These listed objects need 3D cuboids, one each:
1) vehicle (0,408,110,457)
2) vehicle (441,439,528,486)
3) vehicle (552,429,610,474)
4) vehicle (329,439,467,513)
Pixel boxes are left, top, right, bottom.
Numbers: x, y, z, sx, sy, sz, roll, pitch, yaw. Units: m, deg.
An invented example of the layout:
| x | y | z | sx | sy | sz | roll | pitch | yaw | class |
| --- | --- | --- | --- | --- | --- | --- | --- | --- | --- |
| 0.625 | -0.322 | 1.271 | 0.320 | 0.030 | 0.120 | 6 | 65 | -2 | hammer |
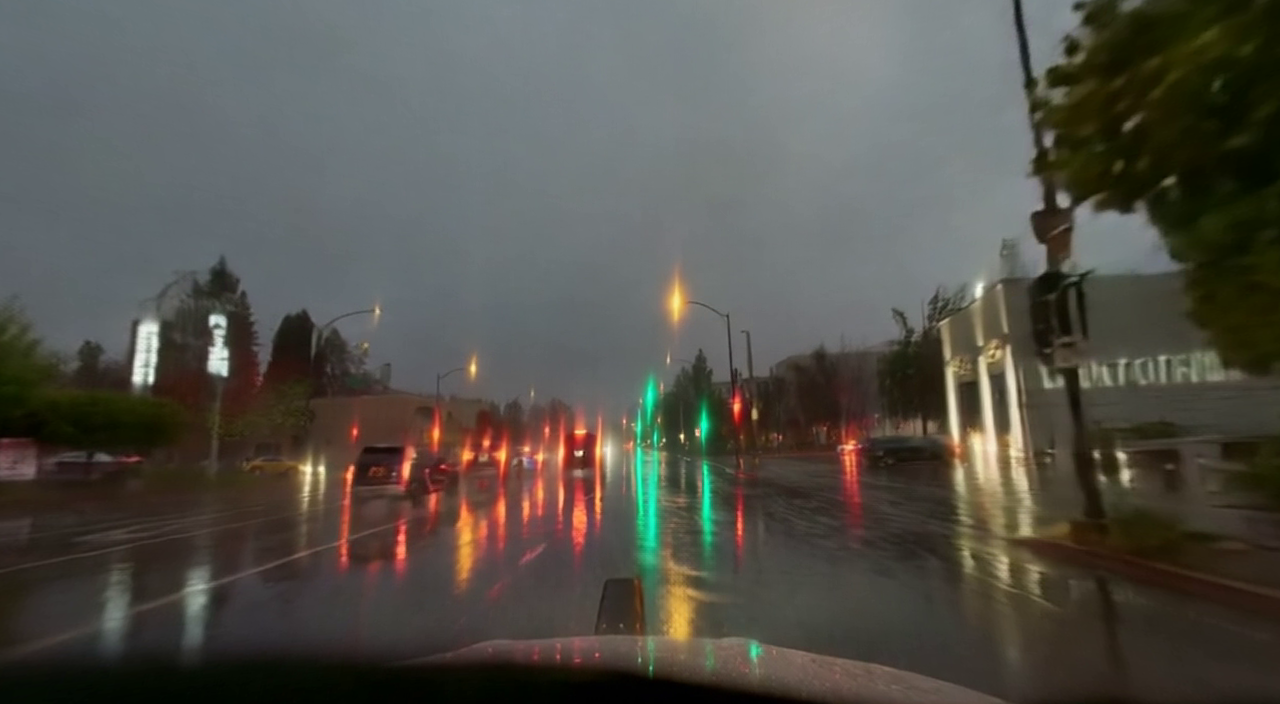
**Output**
| x | y | z | sx | sy | sz | roll | pitch | yaw | class |
| --- | --- | --- | --- | --- | --- | --- | --- | --- | --- |
| -25.624 | 3.518 | 27.450 | 3.572 | 2.012 | 1.872 | -1 | -8 | 6 | vehicle |
| -5.973 | 4.306 | 24.922 | 2.228 | 1.652 | 4.593 | 0 | -8 | 0 | vehicle |
| -2.991 | 5.245 | 33.386 | 2.496 | 2.155 | 5.468 | 0 | -8 | 0 | vehicle |
| -5.698 | 2.927 | 15.388 | 1.889 | 1.572 | 3.599 | 0 | -8 | 0 | vehicle |
